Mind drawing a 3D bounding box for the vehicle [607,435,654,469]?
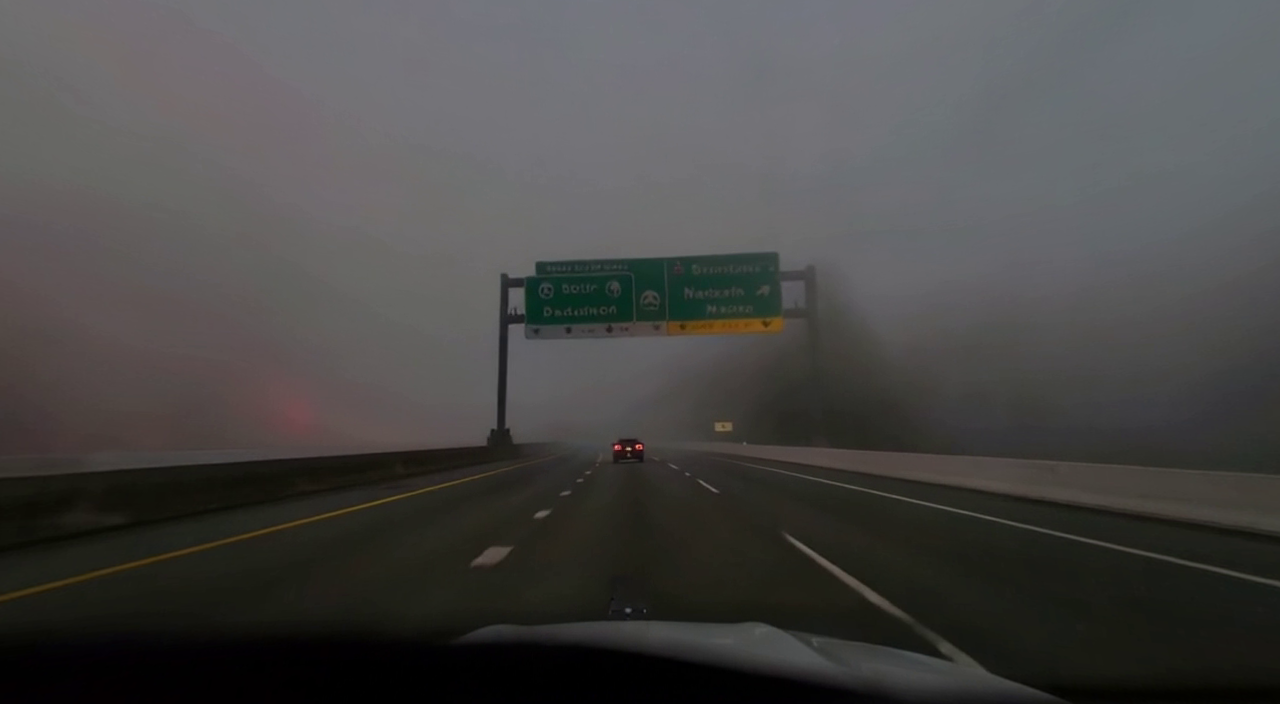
[{"bbox_3d":[-0.429,4.846,30.524,2.130,1.512,4.057,0,-8,0],"label":"vehicle"}]
